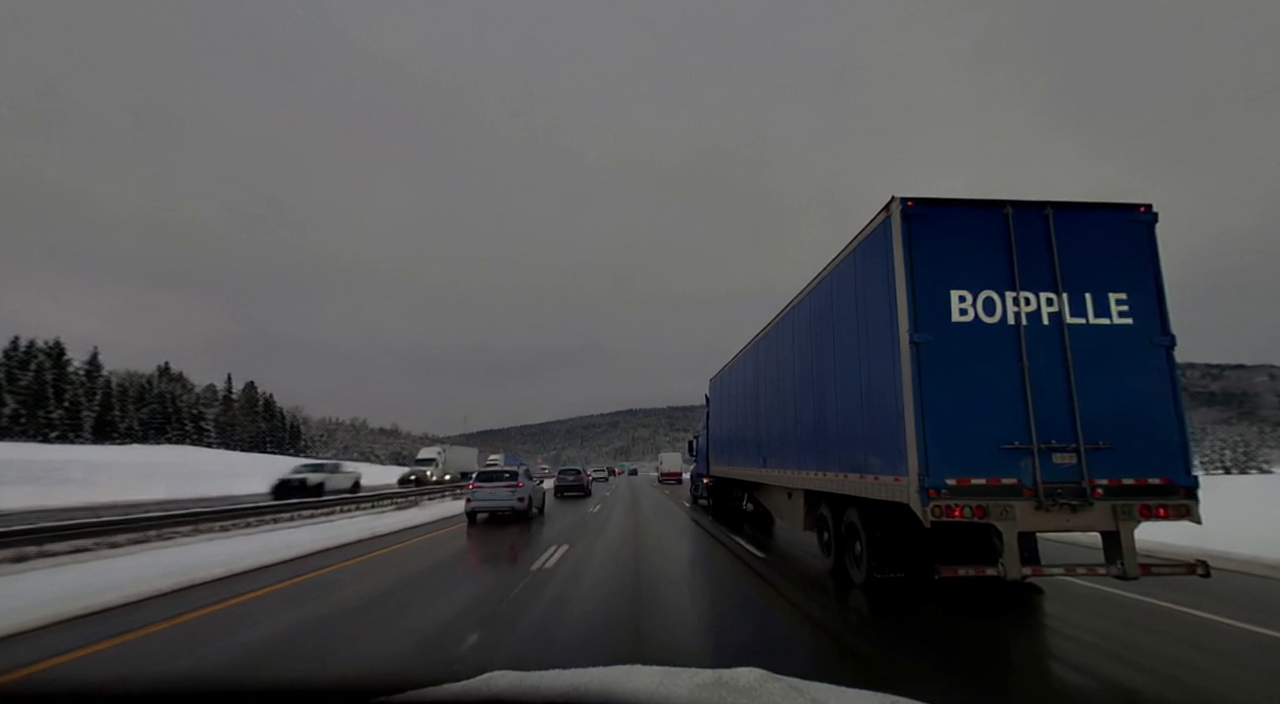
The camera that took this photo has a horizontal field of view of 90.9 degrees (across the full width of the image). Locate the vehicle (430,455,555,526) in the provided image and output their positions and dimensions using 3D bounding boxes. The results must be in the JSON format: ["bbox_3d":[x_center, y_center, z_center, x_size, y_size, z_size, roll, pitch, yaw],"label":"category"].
[{"bbox_3d":[-3.672,3.608,16.756,2.088,1.566,4.853,1,-11,1],"label":"vehicle"}]

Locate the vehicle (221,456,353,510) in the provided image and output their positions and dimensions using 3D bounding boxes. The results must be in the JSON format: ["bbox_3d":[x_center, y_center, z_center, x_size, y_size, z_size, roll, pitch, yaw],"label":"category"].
[{"bbox_3d":[-11.431,4.278,20.808,1.896,1.559,4.095,1,-11,1],"label":"vehicle"}]

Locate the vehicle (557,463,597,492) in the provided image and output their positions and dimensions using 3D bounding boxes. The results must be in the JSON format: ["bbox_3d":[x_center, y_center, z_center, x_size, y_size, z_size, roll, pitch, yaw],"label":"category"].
[{"bbox_3d":[-3.878,7.835,39.373,2.063,1.671,4.197,1,-11,0],"label":"vehicle"}]

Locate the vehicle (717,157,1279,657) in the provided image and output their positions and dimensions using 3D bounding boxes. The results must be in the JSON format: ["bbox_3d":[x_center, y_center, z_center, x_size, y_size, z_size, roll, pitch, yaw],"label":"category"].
[{"bbox_3d":[3.841,1.604,12.052,2.839,4.062,14.051,1,-11,-1],"label":"vehicle"}]

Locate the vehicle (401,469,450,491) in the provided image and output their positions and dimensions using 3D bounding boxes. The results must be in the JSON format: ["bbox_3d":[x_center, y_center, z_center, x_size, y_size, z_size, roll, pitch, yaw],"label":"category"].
[{"bbox_3d":[-15.576,9.282,45.967,1.995,1.485,4.370,1,-11,0],"label":"vehicle"}]
